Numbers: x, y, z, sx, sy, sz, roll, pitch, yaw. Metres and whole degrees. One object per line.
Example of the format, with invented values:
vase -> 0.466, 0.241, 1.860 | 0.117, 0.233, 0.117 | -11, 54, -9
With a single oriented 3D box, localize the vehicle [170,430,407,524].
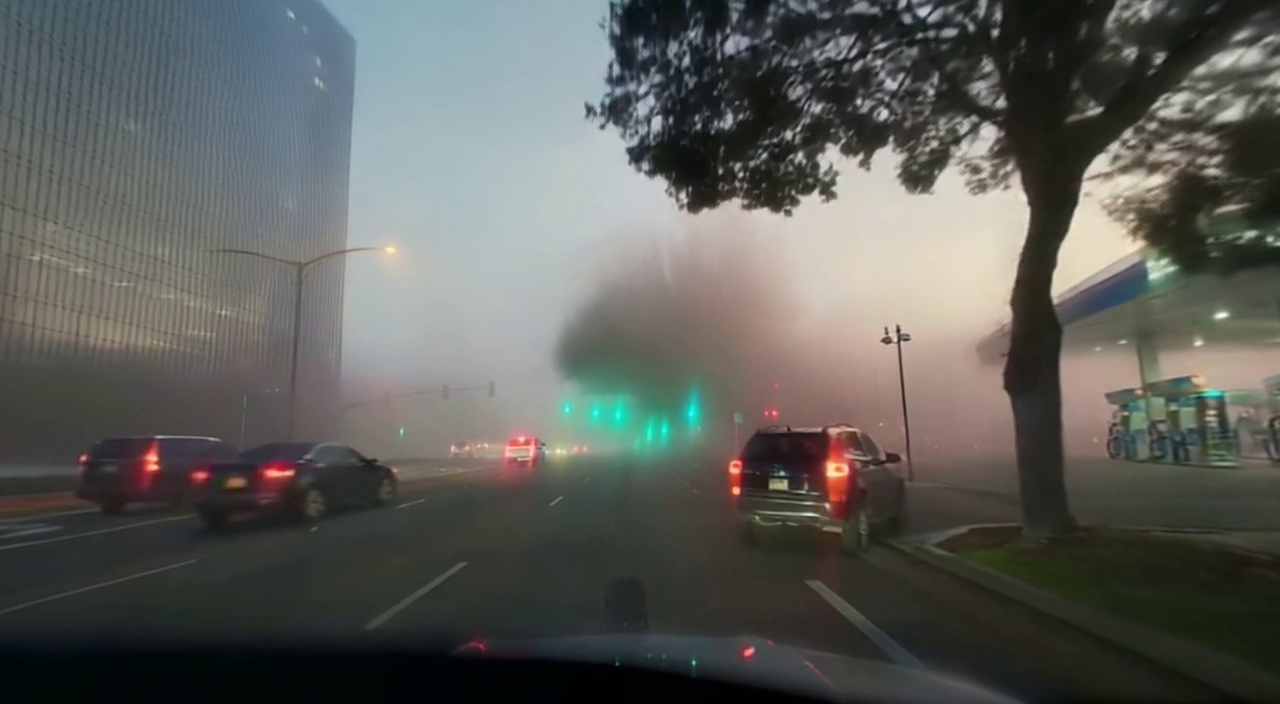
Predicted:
vehicle -> -6.378, 2.300, 12.185 | 1.900, 1.473, 4.425 | 0, -8, 2

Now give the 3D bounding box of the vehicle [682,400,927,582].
vehicle -> 2.536, 1.716, 8.697 | 2.169, 1.751, 4.613 | -5, -10, 28

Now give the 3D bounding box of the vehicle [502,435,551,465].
vehicle -> -6.638, 5.805, 37.310 | 2.018, 1.658, 4.391 | 0, -8, 0

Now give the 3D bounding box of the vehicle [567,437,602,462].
vehicle -> -3.947, 7.022, 45.628 | 2.081, 1.698, 4.362 | 0, -8, 1

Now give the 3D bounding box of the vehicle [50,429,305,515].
vehicle -> -9.648, 2.520, 13.817 | 1.965, 1.541, 4.718 | 0, -8, 1

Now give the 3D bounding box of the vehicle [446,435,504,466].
vehicle -> -9.609, 5.779, 37.036 | 2.068, 1.659, 4.509 | 0, -8, 1
